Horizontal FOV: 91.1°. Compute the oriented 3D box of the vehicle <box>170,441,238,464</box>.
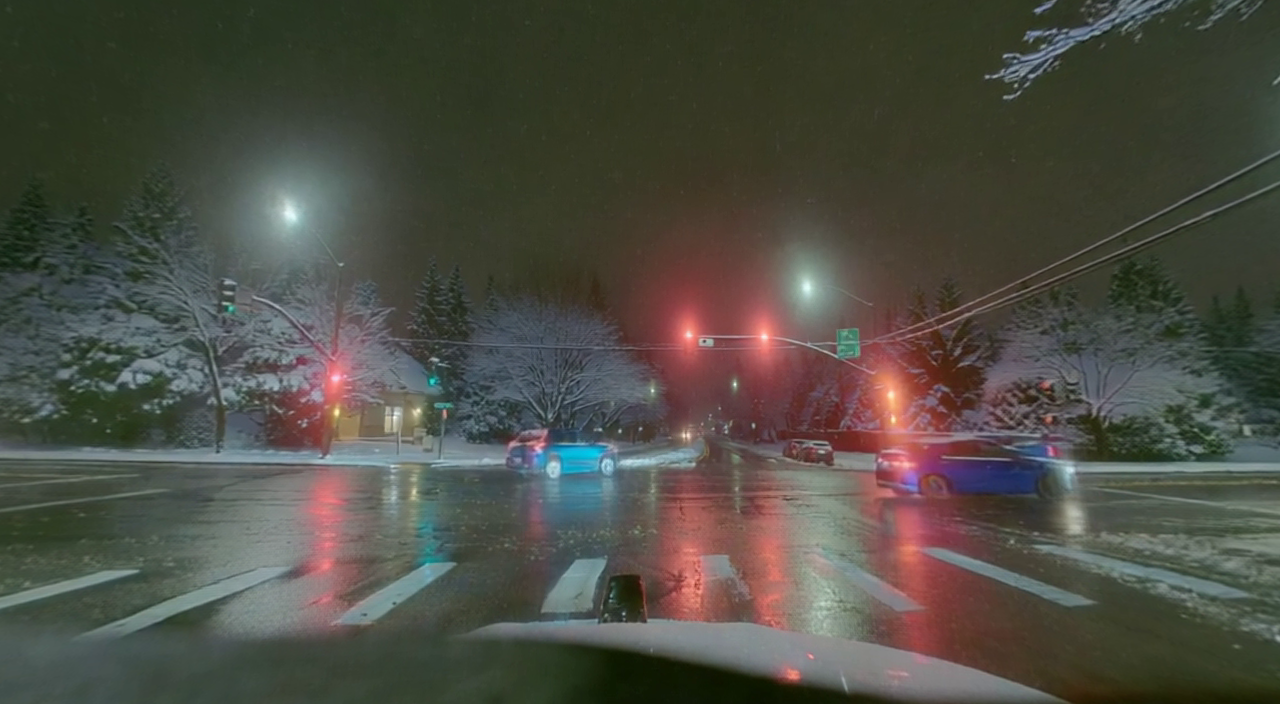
[{"bbox_3d":[-29.105,6.696,42.033,1.696,1.431,3.686,-1,-8,3],"label":"vehicle"}]

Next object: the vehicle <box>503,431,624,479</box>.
[{"bbox_3d":[-3.015,4.057,25.011,4.346,1.753,1.994,5,-10,-31],"label":"vehicle"}]

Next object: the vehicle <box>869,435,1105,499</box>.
[{"bbox_3d":[8.923,2.989,16.506,5.000,1.559,1.960,0,-8,0],"label":"vehicle"}]
